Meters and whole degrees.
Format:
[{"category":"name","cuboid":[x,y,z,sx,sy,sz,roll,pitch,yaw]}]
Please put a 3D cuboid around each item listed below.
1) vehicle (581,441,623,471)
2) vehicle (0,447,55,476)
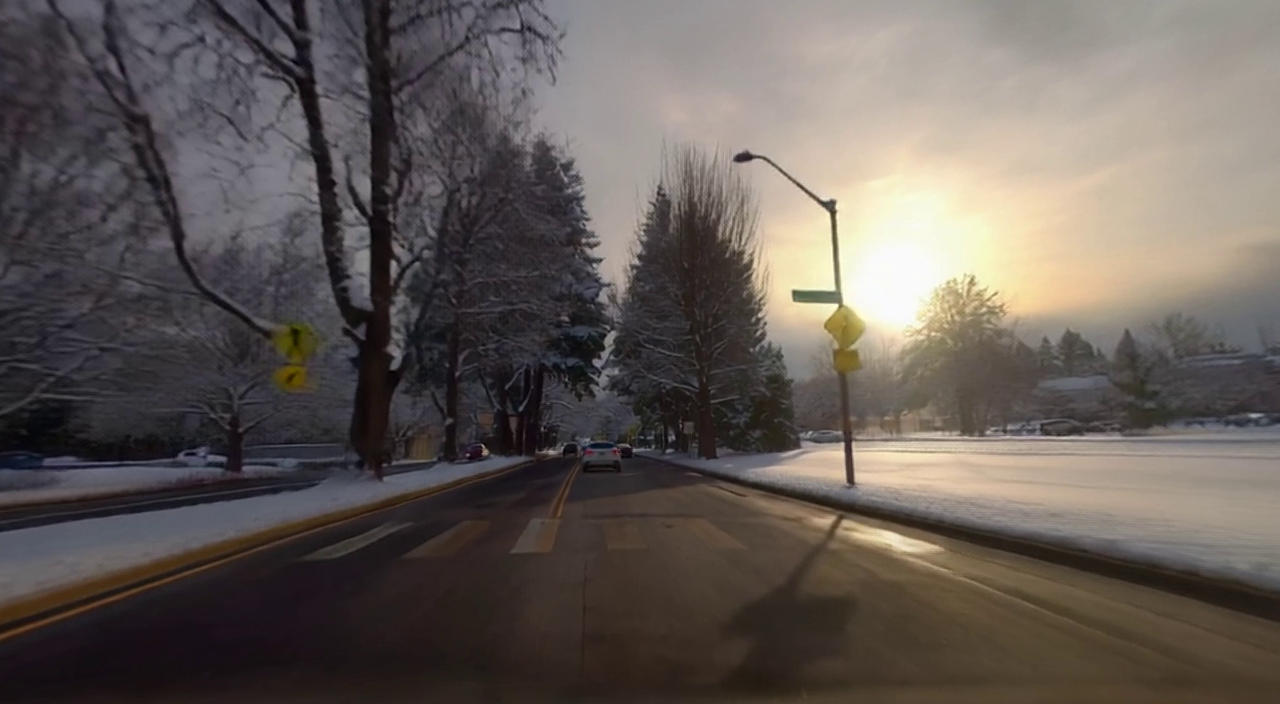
[{"category":"vehicle","cuboid":[-2.103,5.594,34.257,2.142,1.501,4.273,1,-9,-4]},{"category":"vehicle","cuboid":[-47.468,8.433,48.979,2.020,2.099,4.657,5,-10,-30]}]
